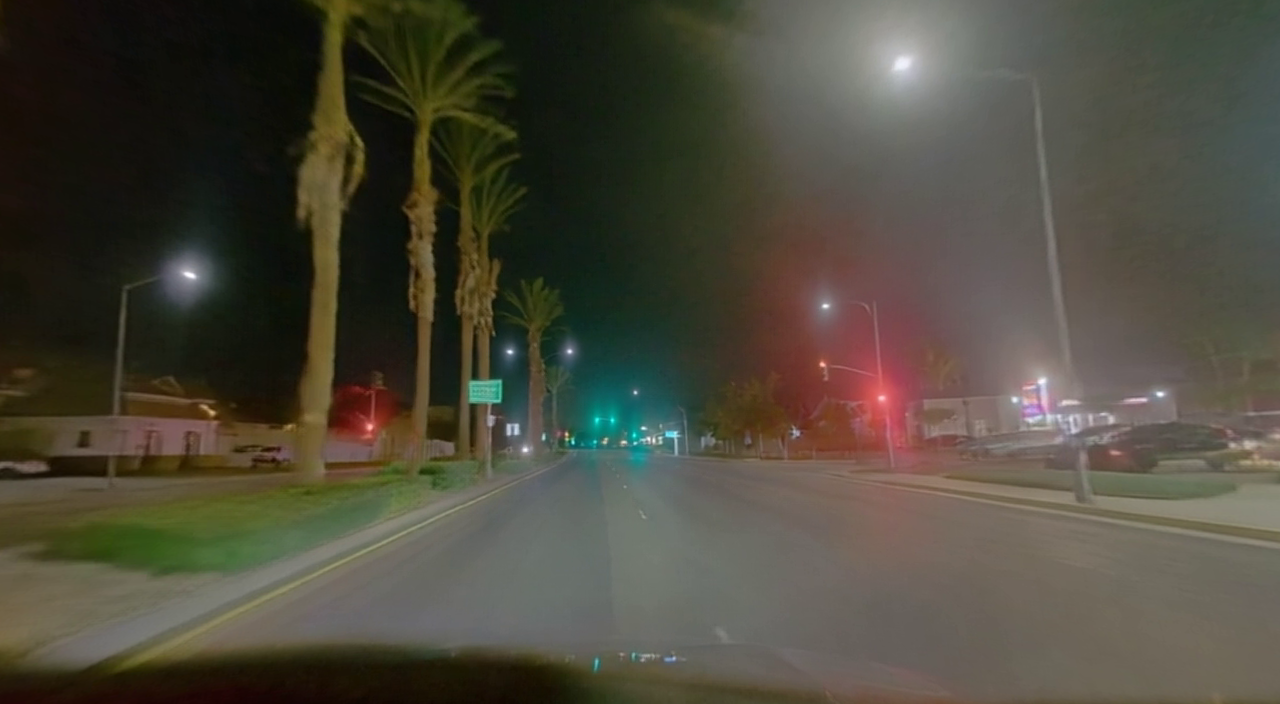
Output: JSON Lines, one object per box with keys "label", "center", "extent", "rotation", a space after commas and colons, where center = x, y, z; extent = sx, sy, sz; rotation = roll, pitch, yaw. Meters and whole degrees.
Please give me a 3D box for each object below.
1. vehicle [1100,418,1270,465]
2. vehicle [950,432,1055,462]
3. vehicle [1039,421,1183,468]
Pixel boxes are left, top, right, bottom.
{"label": "vehicle", "center": [19.337, 3.245, 22.741], "extent": [1.986, 1.454, 4.332], "rotation": [-1, -9, -5]}
{"label": "vehicle", "center": [18.862, 4.943, 32.979], "extent": [4.382, 1.463, 1.869], "rotation": [0, -8, -6]}
{"label": "vehicle", "center": [16.539, 3.281, 22.457], "extent": [1.852, 1.487, 3.896], "rotation": [0, -8, -5]}
